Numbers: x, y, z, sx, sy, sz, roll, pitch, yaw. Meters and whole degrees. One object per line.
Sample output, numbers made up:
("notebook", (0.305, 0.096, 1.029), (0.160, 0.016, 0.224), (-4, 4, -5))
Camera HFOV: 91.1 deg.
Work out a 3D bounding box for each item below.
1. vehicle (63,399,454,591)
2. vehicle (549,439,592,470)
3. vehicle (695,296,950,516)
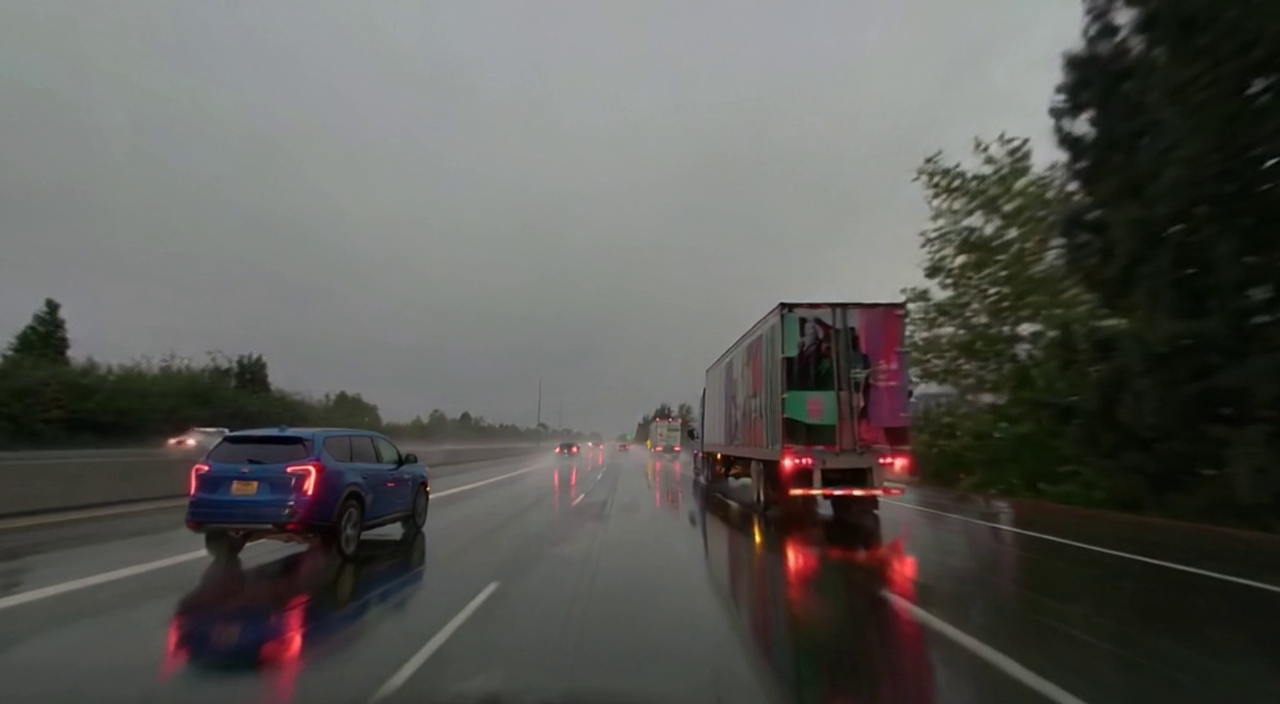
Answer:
("vehicle", (-4.240, 1.682, 8.228), (2.202, 1.760, 4.617), (0, -9, 0))
("vehicle", (-4.141, 6.213, 38.308), (2.139, 1.716, 4.530), (0, -9, -1))
("vehicle", (3.885, 1.983, 18.370), (2.933, 4.016, 13.949), (0, -9, -1))
